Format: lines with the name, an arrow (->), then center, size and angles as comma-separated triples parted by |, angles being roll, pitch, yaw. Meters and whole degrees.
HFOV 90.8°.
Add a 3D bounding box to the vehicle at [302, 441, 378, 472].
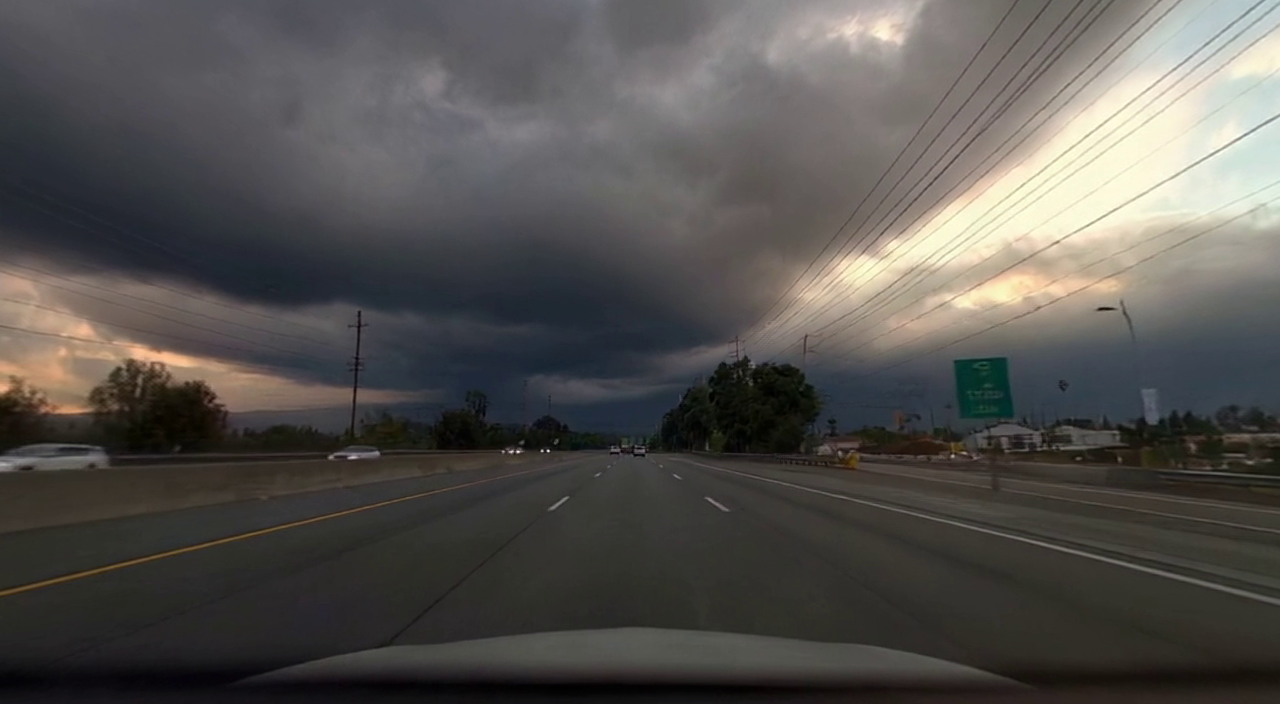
vehicle -> -17.783, 6.195, 37.751 | 2.078, 1.686, 4.951 | 0, -8, 0
